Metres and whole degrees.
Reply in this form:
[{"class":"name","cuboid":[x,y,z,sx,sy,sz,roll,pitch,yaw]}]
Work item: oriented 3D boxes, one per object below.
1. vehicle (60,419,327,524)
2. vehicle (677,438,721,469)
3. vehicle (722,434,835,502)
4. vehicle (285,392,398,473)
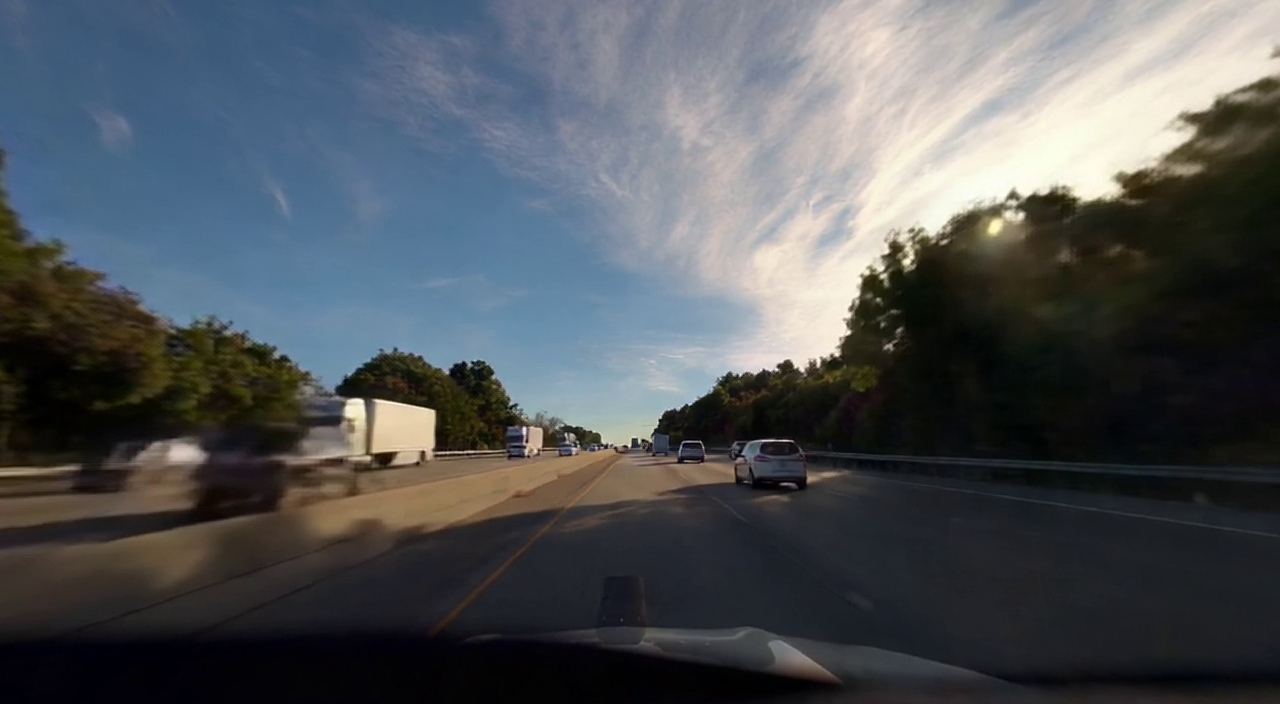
[{"class":"vehicle","cuboid":[-8.325,2.265,12.451,1.988,1.672,4.426,0,-9,0]},{"class":"vehicle","cuboid":[3.498,6.102,38.051,2.070,1.751,4.576,0,-9,-2]},{"class":"vehicle","cuboid":[3.582,3.097,17.190,2.023,1.603,4.159,0,-9,-1]},{"class":"vehicle","cuboid":[-15.658,4.368,33.723,3.005,3.890,6.103,0,-9,-1]}]
